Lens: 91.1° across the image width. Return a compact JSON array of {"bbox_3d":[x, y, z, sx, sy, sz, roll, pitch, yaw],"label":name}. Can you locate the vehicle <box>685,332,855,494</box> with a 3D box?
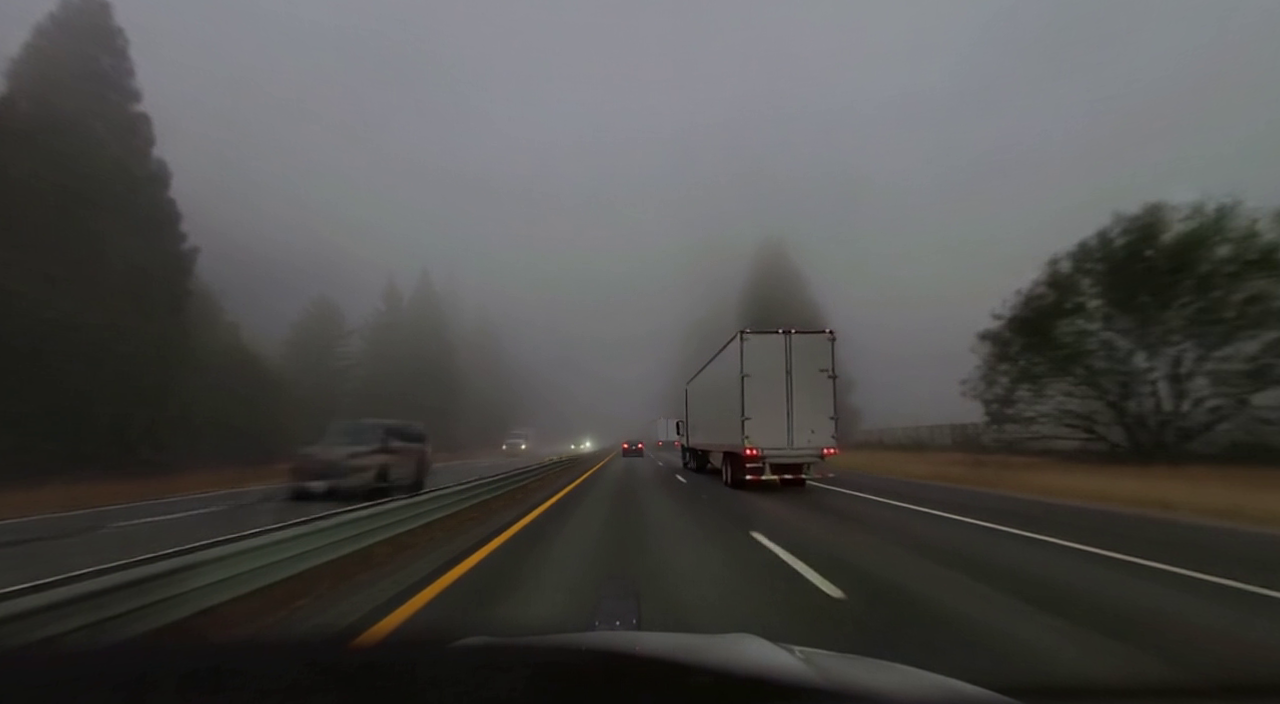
[{"bbox_3d":[3.691,2.422,22.541,2.919,4.004,13.911,0,-8,-1],"label":"vehicle"}]

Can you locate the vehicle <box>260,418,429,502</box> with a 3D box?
[{"bbox_3d":[-7.813,2.875,17.332,2.339,1.965,4.856,0,-8,-1],"label":"vehicle"}]
